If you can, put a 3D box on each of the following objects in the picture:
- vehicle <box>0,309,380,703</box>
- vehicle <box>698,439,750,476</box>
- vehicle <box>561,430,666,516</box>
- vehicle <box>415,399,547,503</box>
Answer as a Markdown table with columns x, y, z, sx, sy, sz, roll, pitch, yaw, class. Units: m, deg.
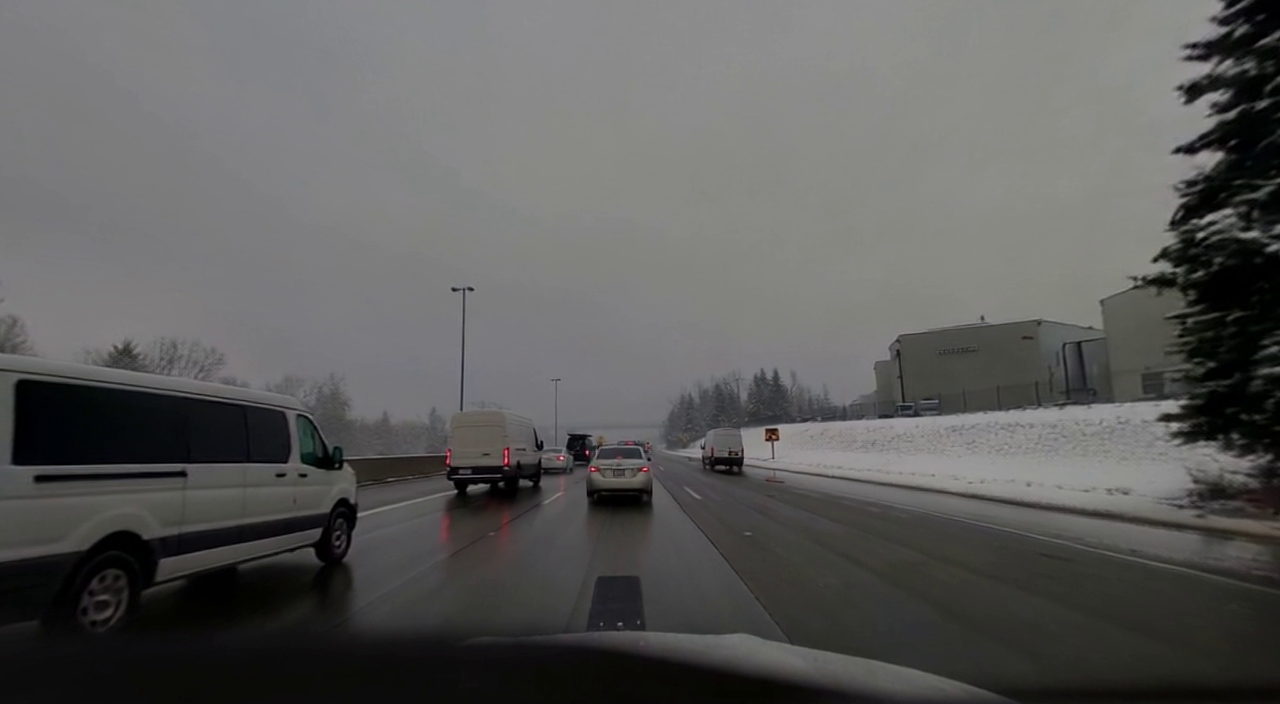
| x | y | z | sx | sy | sz | roll | pitch | yaw | class |
| --- | --- | --- | --- | --- | --- | --- | --- | --- | --- |
| -4.047 | 1.021 | 4.528 | 2.253 | 1.892 | 4.823 | 0 | -9 | 0 | vehicle |
| 4.223 | 5.399 | 32.294 | 2.003 | 1.754 | 4.134 | 0 | -9 | -1 | vehicle |
| -0.517 | 2.721 | 14.547 | 2.093 | 1.695 | 3.782 | 0 | -9 | 0 | vehicle |
| -4.547 | 3.037 | 19.498 | 2.248 | 2.626 | 6.837 | 0 | -9 | 0 | vehicle |
